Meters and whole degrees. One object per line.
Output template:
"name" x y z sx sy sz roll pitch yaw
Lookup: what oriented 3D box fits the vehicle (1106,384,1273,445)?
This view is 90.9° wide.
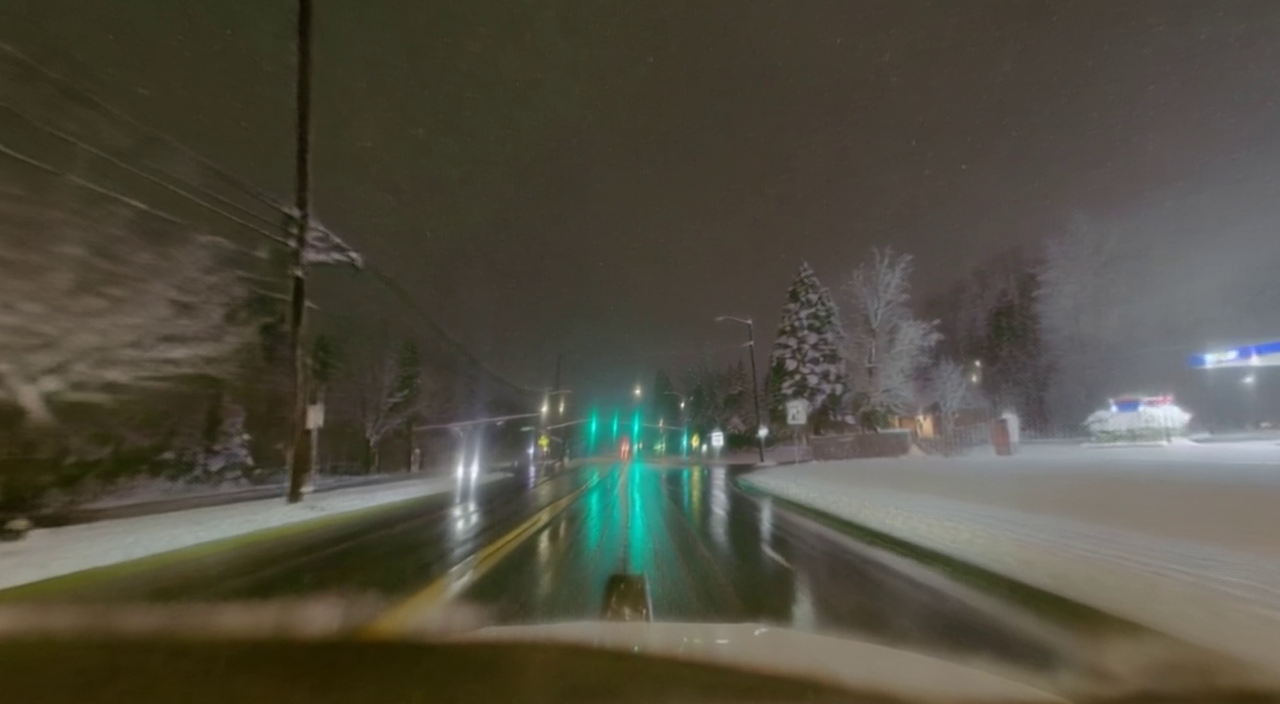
"vehicle" 41.687 4.874 48.318 8.935 3.546 2.885 -13 -10 37
